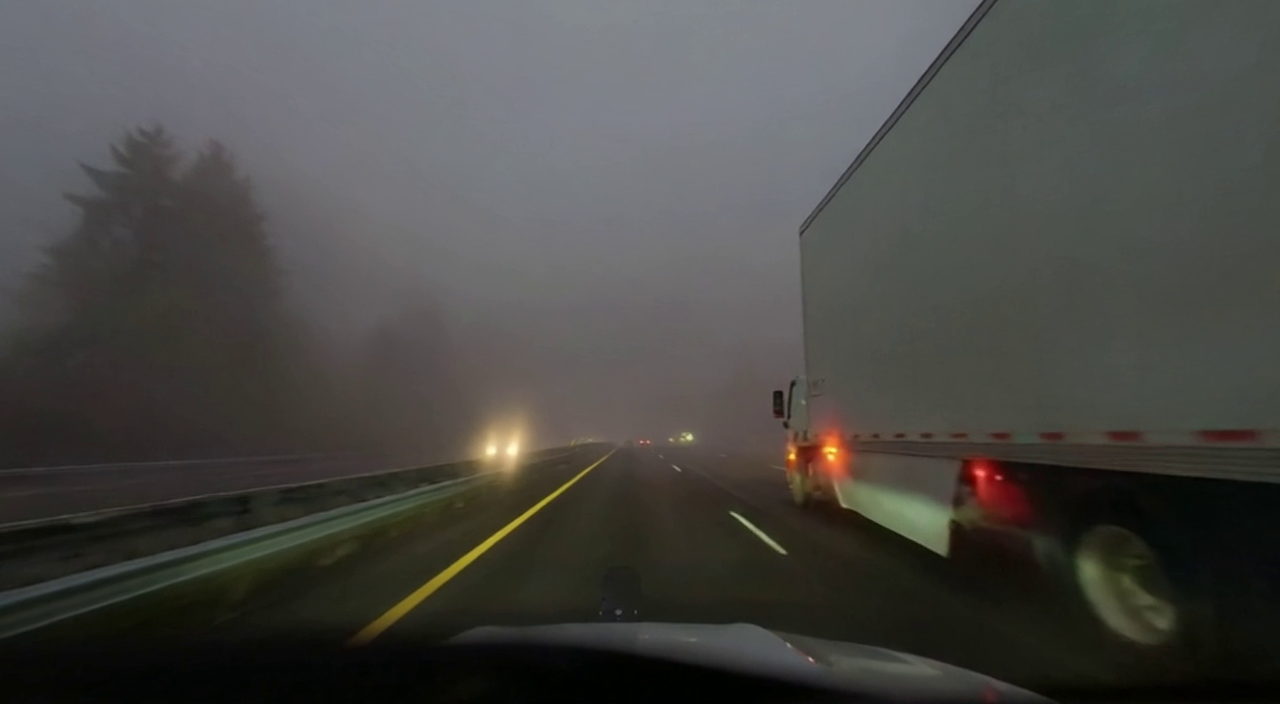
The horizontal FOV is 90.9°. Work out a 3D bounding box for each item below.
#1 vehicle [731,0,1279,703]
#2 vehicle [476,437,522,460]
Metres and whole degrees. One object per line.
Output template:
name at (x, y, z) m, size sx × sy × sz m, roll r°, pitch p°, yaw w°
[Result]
vehicle at (3.535, 0.150, 6.495) m, size 2.954 × 3.995 × 13.335 m, roll 0°, pitch -8°, yaw -1°
vehicle at (-9.529, 6.539, 42.931) m, size 2.106 × 1.457 × 4.262 m, roll 0°, pitch -8°, yaw 0°
